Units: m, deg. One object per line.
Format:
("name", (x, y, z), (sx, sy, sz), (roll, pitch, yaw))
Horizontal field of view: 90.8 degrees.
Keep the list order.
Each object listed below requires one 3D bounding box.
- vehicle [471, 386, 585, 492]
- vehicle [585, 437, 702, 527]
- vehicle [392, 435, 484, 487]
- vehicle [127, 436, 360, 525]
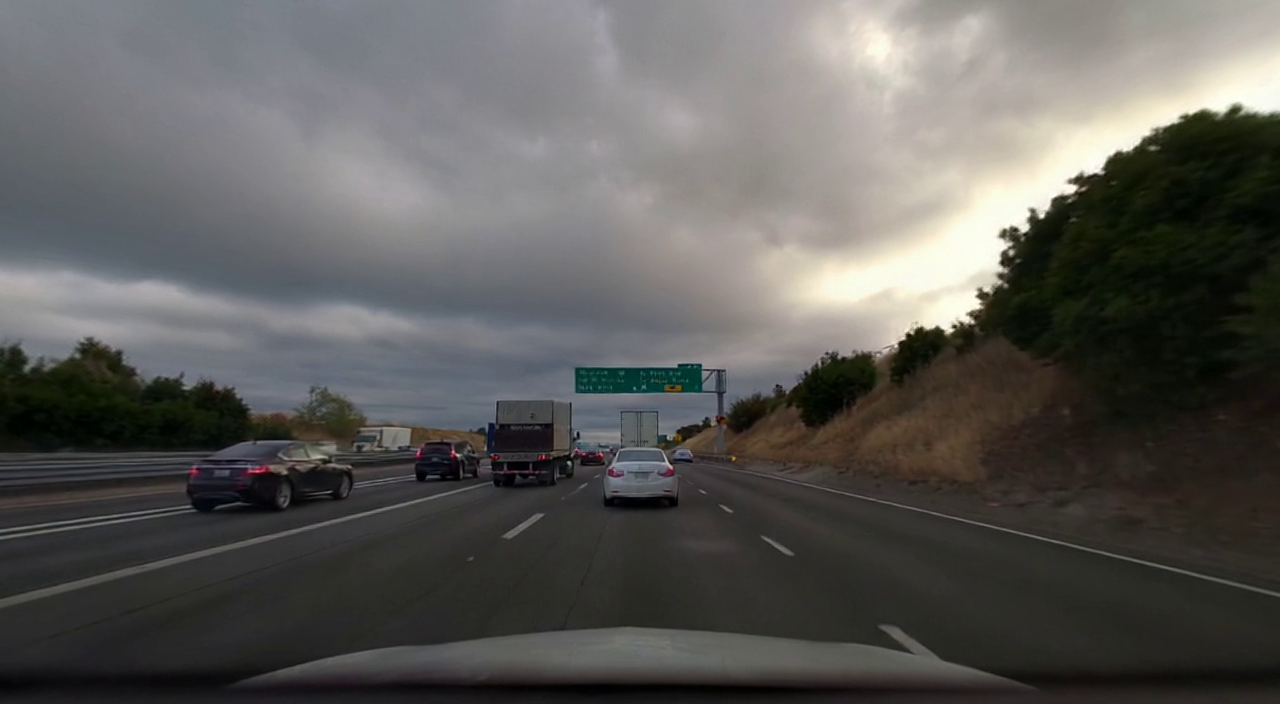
("vehicle", (-3.849, 3.302, 23.651), (2.812, 3.342, 7.248), (-1, -9, 1))
("vehicle", (0.035, 2.467, 12.463), (1.995, 1.495, 3.380), (0, -9, -1))
("vehicle", (-7.475, 4.070, 23.818), (1.952, 1.746, 4.332), (-1, -9, 1))
("vehicle", (-7.973, 2.599, 13.371), (1.879, 1.521, 4.623), (-1, -9, 1))
